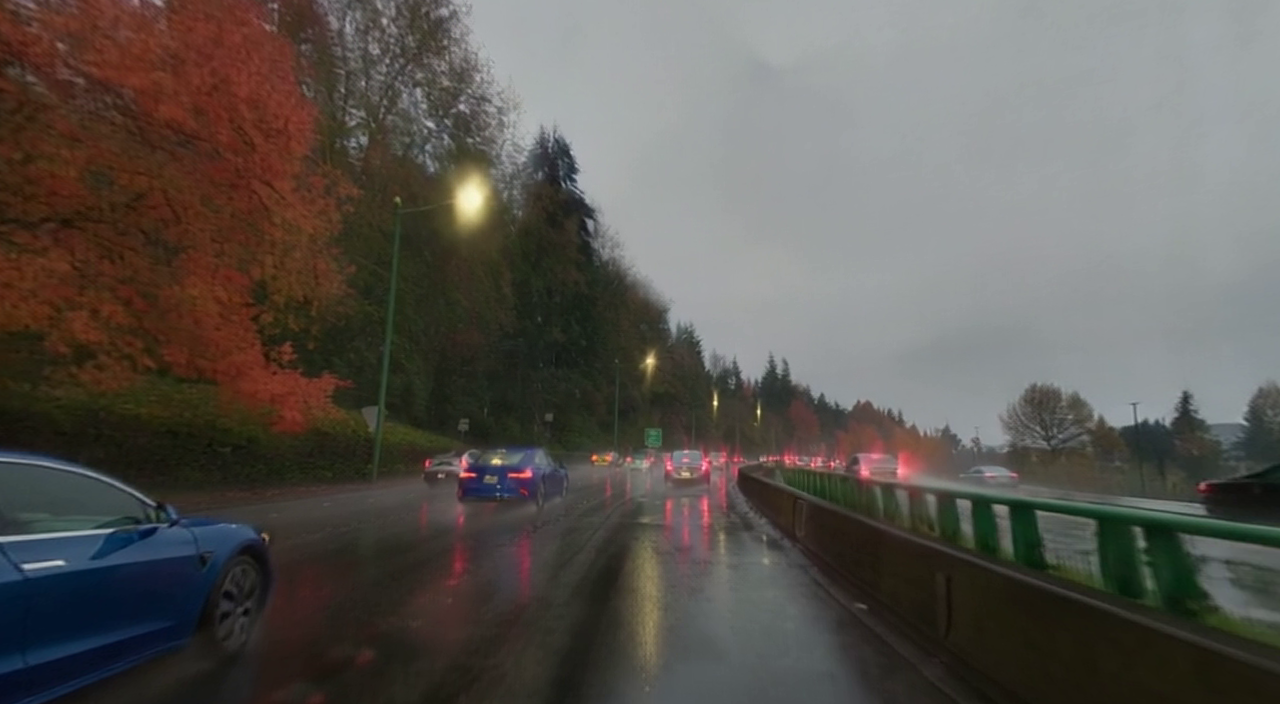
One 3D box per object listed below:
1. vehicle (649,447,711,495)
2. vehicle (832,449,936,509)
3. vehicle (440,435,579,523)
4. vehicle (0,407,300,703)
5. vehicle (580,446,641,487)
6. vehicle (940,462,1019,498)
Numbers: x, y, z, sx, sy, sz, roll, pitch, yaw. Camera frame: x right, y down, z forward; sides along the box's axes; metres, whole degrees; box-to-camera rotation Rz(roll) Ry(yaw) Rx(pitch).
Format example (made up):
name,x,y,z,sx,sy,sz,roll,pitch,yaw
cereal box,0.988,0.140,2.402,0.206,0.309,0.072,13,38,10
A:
name,x,y,z,sx,sy,sz,roll,pitch,yaw
vehicle,1.514,4.201,22.658,2.015,1.506,4.276,0,-9,6
vehicle,7.361,3.821,19.452,1.768,1.634,4.064,0,-9,3
vehicle,-2.752,2.796,14.482,1.979,1.663,4.513,0,-9,3
vehicle,-3.447,0.939,2.273,1.921,1.503,4.317,0,-9,1
vehicle,-1.208,5.034,28.030,1.930,1.635,4.260,-1,-9,8
vehicle,16.396,6.179,30.688,1.816,1.481,4.422,-1,-9,7
